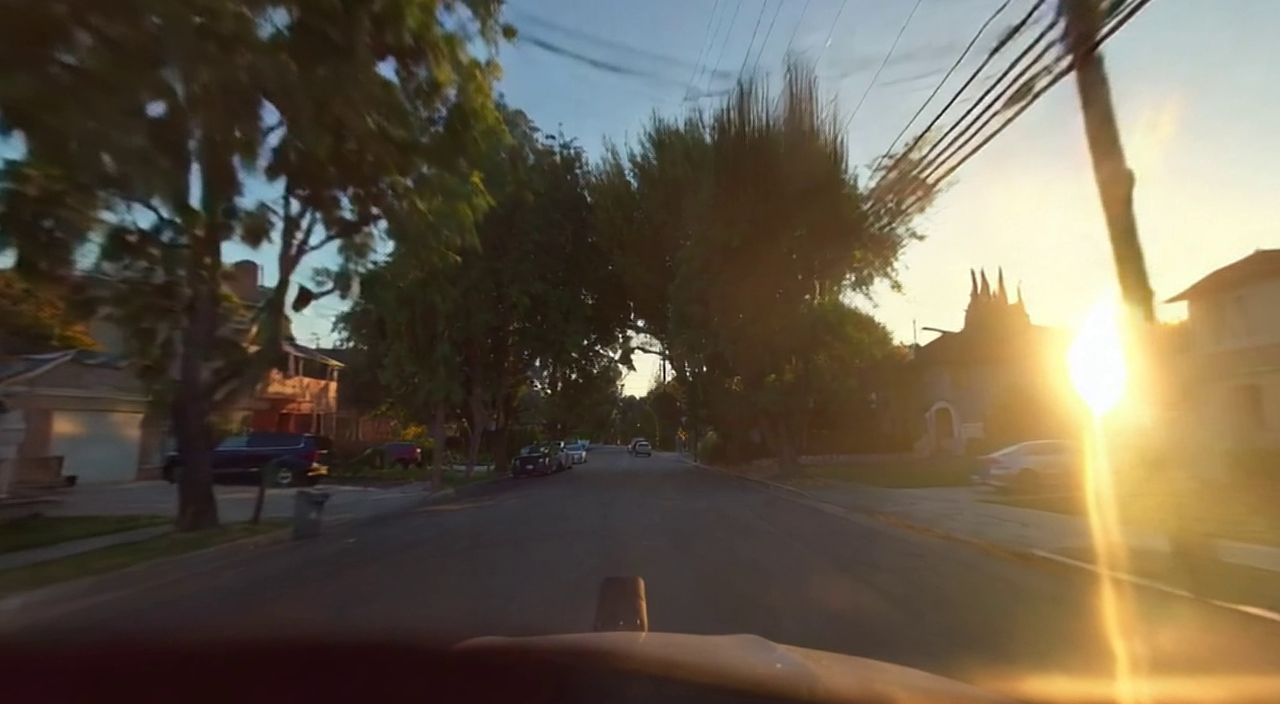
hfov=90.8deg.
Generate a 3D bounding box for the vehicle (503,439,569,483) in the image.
[{"bbox_3d":[-4.636,4.890,28.814,2.207,1.669,4.363,-3,-7,0],"label":"vehicle"}]

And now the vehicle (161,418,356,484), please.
[{"bbox_3d":[-12.490,3.277,20.993,4.962,1.866,2.075,3,-9,-3],"label":"vehicle"}]

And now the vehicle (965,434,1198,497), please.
[{"bbox_3d":[11.803,3.052,17.188,4.700,1.441,2.167,-1,-8,-2],"label":"vehicle"}]

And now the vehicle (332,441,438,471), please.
[{"bbox_3d":[-12.554,5.147,31.389,4.526,1.449,1.869,1,-9,-9],"label":"vehicle"}]
